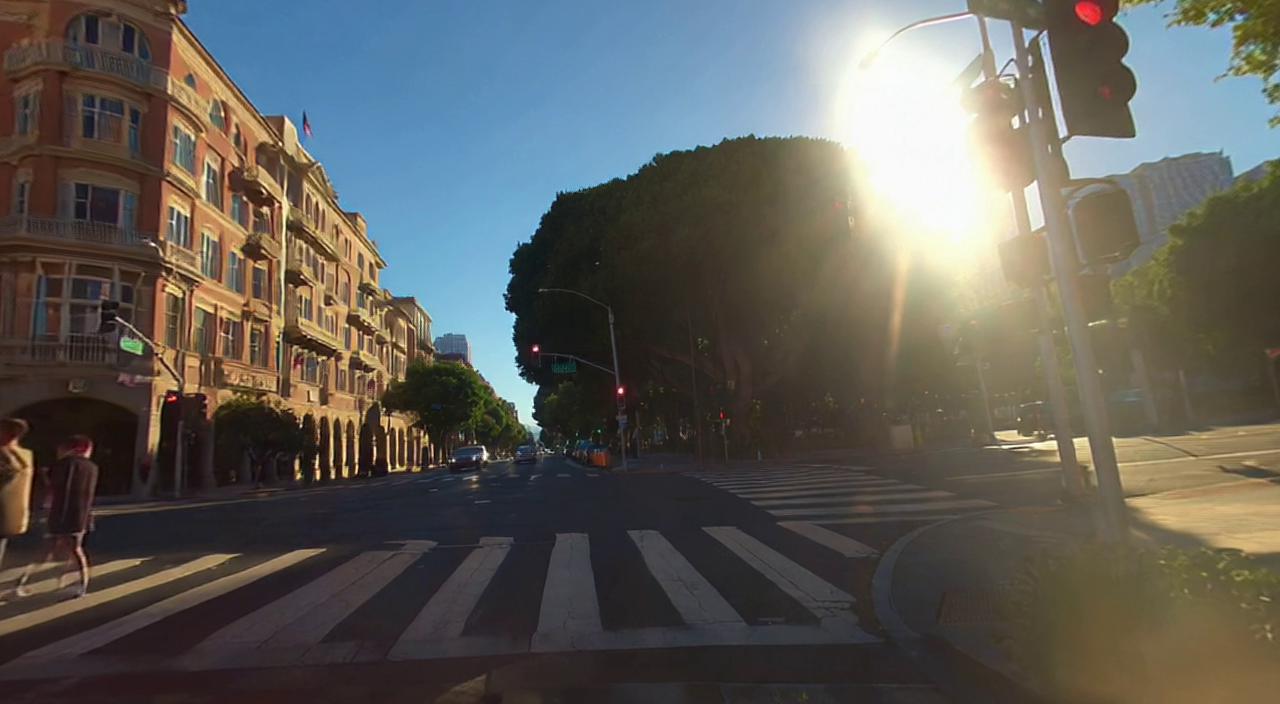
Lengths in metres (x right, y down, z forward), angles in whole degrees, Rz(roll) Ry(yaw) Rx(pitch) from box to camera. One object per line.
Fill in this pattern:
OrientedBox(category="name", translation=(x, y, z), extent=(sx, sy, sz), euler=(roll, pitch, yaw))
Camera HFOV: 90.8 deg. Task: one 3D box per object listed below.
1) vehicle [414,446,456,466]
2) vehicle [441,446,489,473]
OrientedBox(category="vehicle", translation=(-16.028, 8.105, 49.275), extent=(2.028, 1.479, 4.427), euler=(5, -10, -32))
OrientedBox(category="vehicle", translation=(-10.464, 6.471, 38.159), extent=(2.196, 1.503, 4.371), euler=(1, -9, -8))
